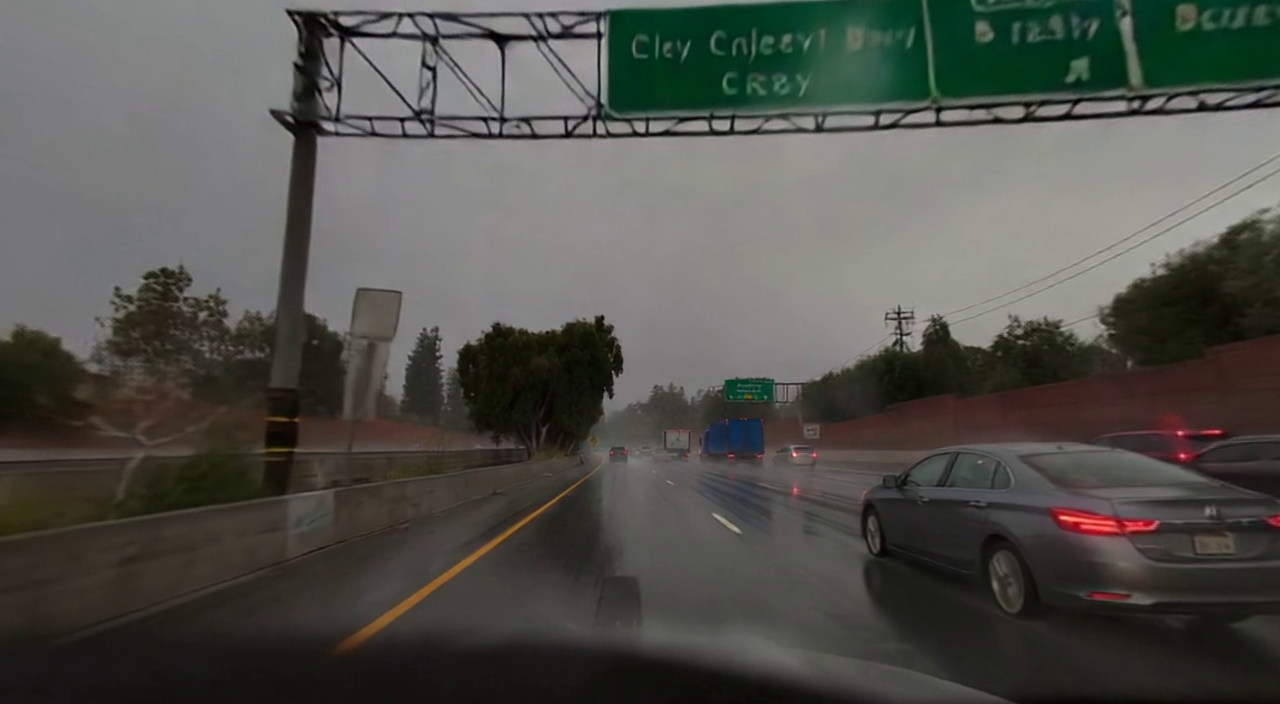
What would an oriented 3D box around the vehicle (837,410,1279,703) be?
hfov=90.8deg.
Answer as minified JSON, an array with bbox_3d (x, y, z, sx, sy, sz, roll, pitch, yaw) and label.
[{"bbox_3d":[3.128,1.279,4.576,1.922,1.465,4.165,0,-9,-2],"label":"vehicle"}]

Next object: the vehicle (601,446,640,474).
[{"bbox_3d":[-1.115,6.028,35.494,2.083,1.477,3.965,0,-9,-3],"label":"vehicle"}]

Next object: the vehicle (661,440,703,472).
[{"bbox_3d":[2.527,6.411,39.328,2.114,1.849,4.692,0,-9,-3],"label":"vehicle"}]
